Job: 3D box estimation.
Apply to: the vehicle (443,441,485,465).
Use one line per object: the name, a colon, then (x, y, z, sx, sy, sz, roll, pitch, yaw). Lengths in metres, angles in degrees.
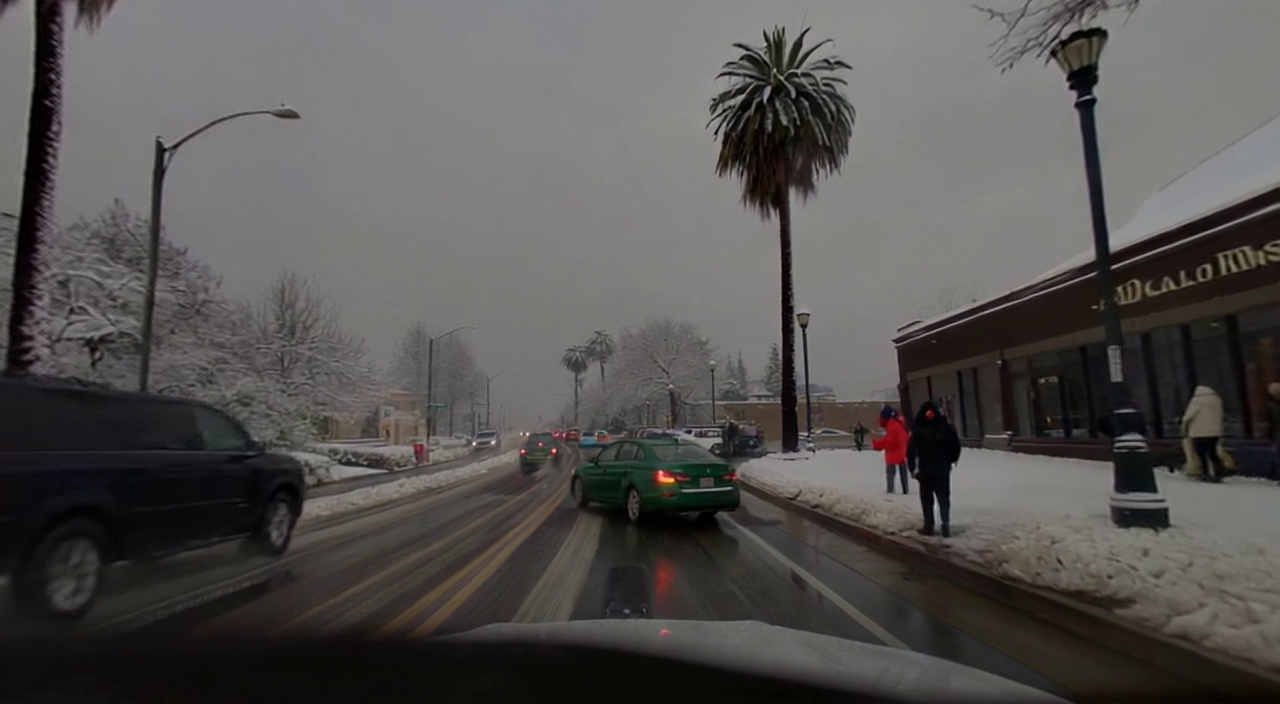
vehicle: (-11.920, 6.867, 42.997, 1.930, 1.583, 4.423, 0, -9, -5)

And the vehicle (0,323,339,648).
vehicle: (-5.296, 1.199, 6.258, 2.164, 2.047, 5.455, 0, -9, -3)

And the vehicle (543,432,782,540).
vehicle: (0.113, 2.220, 11.186, 1.930, 1.477, 4.657, 5, -10, -31)
